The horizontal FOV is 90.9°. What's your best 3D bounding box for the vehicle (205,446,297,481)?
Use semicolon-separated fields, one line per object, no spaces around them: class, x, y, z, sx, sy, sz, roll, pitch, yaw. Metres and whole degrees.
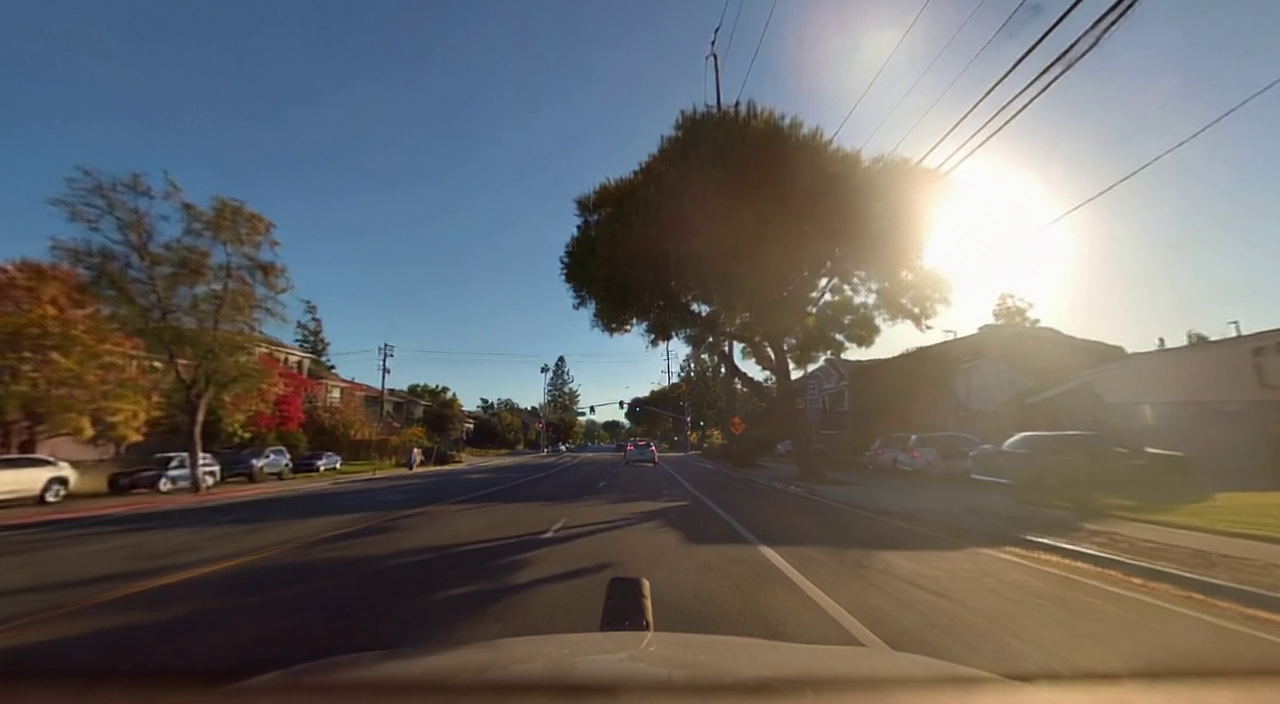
vehicle;-20.260;5.813;33.104;1.973;1.700;4.475;0;-9;-1

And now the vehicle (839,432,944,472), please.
vehicle;12.664;5.049;31.923;4.412;1.878;2.048;-1;-8;-1

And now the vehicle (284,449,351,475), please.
vehicle;-20.436;6.951;40.156;1.865;1.506;4.706;0;-9;-1

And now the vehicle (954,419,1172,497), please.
vehicle;11.668;2.952;17.729;4.305;1.997;2.453;0;-9;-1

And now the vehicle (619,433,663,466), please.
vehicle;0.072;6.577;42.689;2.769;2.087;5.130;0;-9;0

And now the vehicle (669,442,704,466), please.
vehicle;3.138;6.983;43.294;2.002;1.511;4.124;1;-9;0

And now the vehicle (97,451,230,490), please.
vehicle;-20.099;4.993;26.919;2.050;1.501;4.588;0;-9;1
